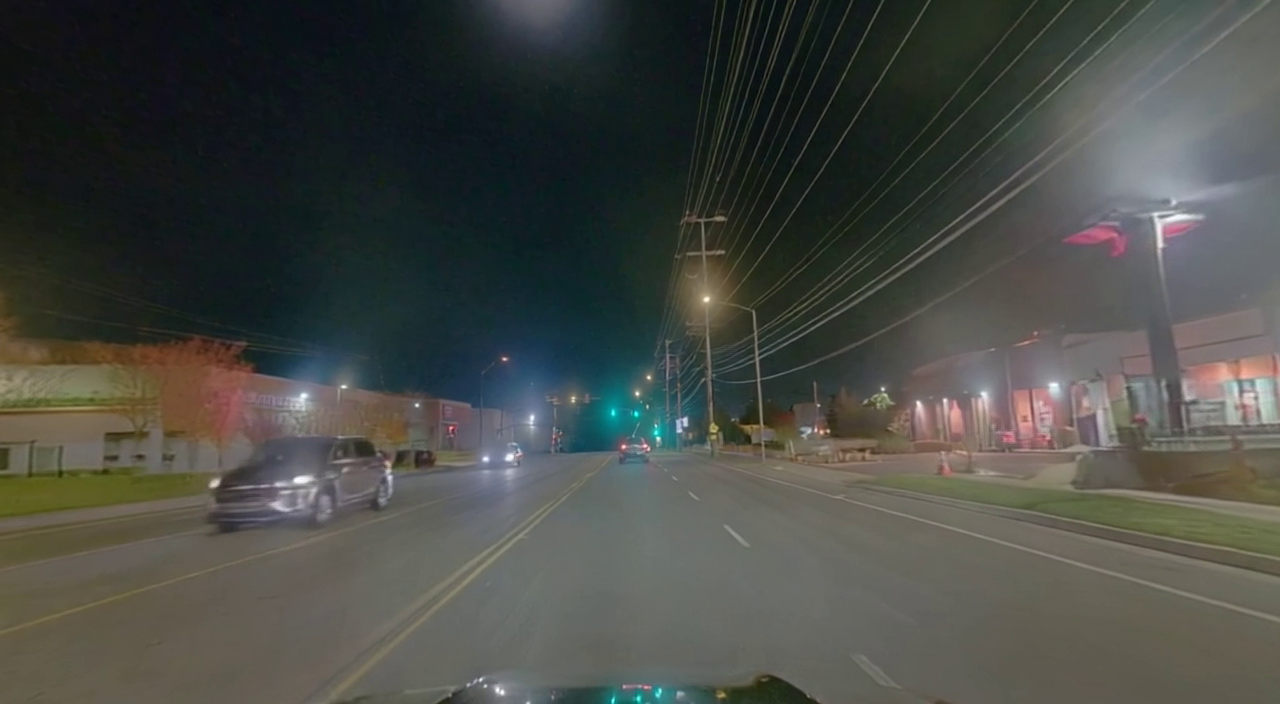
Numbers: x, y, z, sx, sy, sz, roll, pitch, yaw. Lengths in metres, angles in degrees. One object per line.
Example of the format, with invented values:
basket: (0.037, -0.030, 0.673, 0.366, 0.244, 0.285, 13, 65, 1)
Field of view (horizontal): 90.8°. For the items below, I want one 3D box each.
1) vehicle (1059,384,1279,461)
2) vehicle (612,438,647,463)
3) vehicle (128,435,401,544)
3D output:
vehicle: (13.566, 1.763, 15.651, 4.836, 1.750, 2.079, 0, -8, -1)
vehicle: (-0.618, 6.309, 40.622, 2.097, 1.472, 4.544, 0, -8, 0)
vehicle: (-6.231, 2.299, 11.380, 1.987, 1.515, 4.789, 0, -8, 0)
